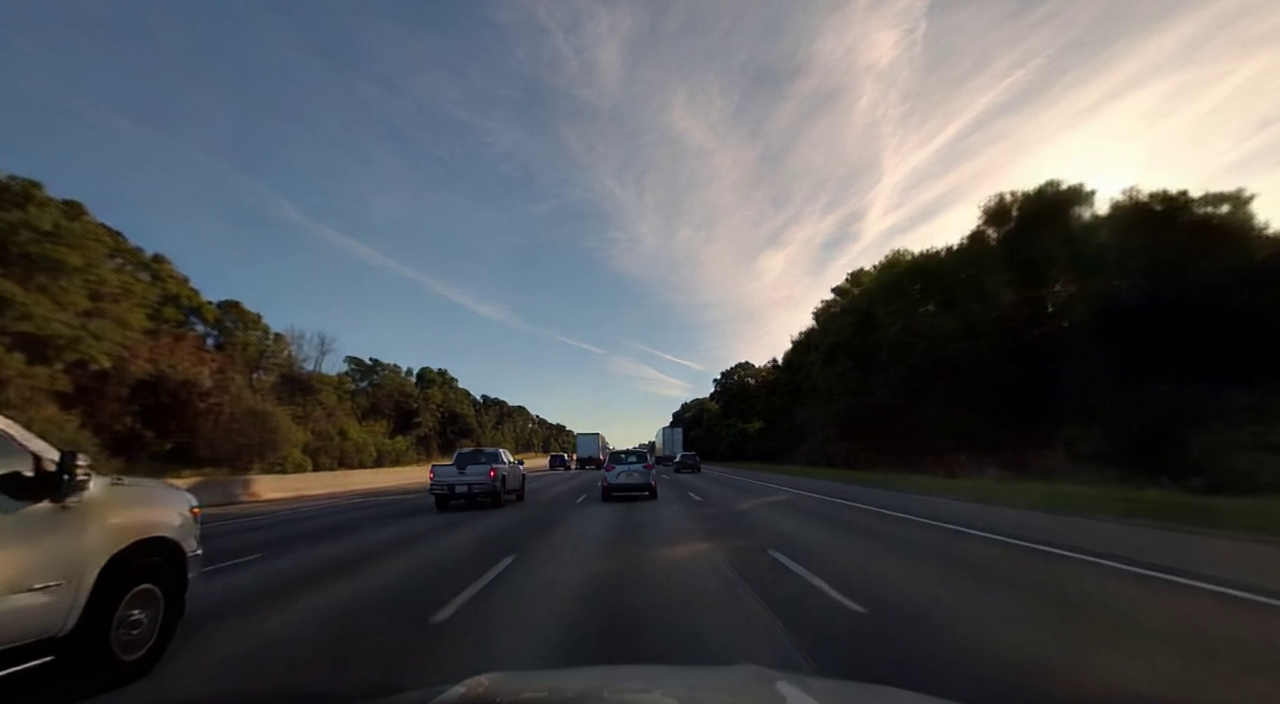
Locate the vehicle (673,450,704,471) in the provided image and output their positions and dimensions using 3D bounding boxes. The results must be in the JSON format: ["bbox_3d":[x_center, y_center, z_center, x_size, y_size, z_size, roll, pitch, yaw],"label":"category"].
[{"bbox_3d":[3.578,8.077,47.153,1.858,1.537,3.838,0,-9,-2],"label":"vehicle"}]

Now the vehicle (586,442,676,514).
[{"bbox_3d":[-0.201,3.065,15.736,1.996,1.574,3.426,0,-9,0],"label":"vehicle"}]

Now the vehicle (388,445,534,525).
[{"bbox_3d":[-3.774,2.884,14.276,1.988,1.501,4.438,0,-9,0],"label":"vehicle"}]

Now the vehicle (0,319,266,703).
[{"bbox_3d":[-3.949,0.712,2.149,2.243,1.889,4.949,0,-9,1],"label":"vehicle"}]

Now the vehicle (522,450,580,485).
[{"bbox_3d":[-4.012,5.279,29.140,1.999,1.484,4.269,0,-9,1],"label":"vehicle"}]
